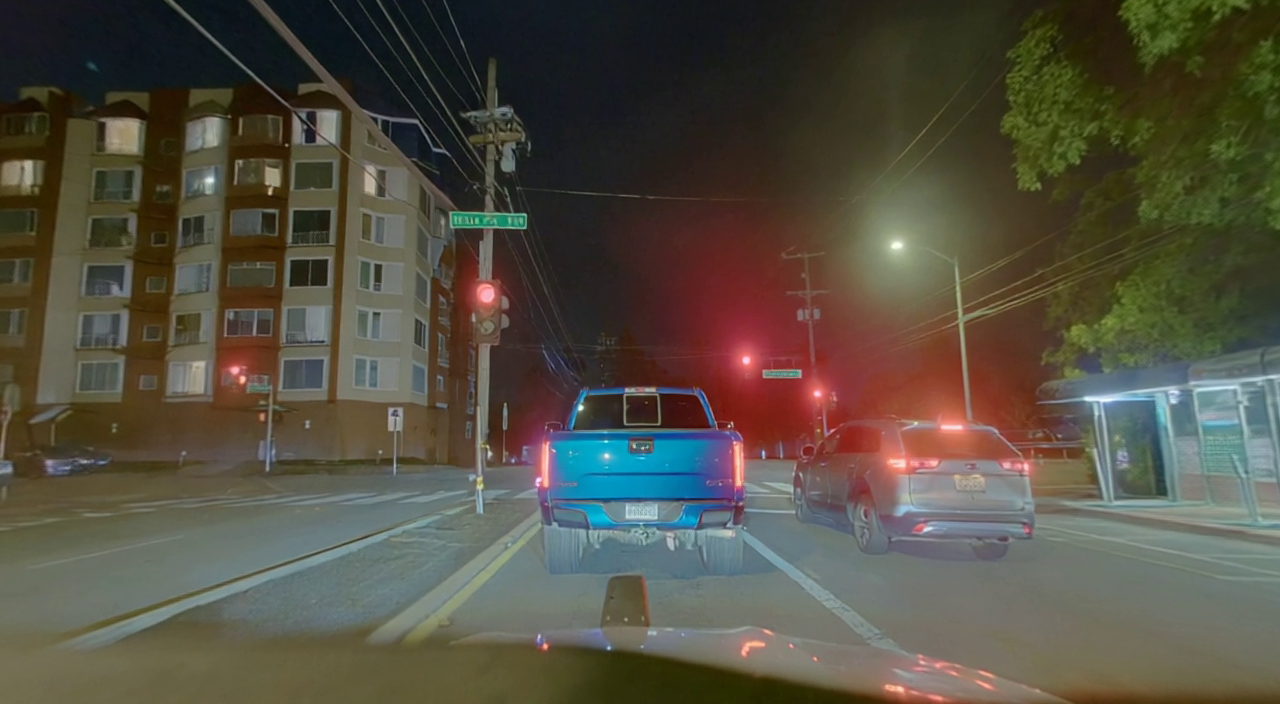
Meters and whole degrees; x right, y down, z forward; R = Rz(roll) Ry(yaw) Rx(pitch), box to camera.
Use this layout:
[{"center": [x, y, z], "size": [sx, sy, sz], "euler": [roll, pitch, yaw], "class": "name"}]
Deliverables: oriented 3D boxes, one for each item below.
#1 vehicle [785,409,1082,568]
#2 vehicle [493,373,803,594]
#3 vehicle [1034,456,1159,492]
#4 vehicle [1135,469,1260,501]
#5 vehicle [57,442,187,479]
[{"center": [3.841, 1.882, 9.496], "size": [2.131, 1.759, 4.762], "euler": [0, -8, 0], "class": "vehicle"}, {"center": [0.107, 1.539, 8.222], "size": [2.738, 1.959, 5.070], "euler": [0, -8, 1], "class": "vehicle"}, {"center": [21.728, 5.814, 30.117], "size": [4.498, 1.618, 1.843], "euler": [0, -8, 0], "class": "vehicle"}, {"center": [26.401, 6.282, 29.927], "size": [4.071, 1.388, 1.884], "euler": [0, -8, 1], "class": "vehicle"}, {"center": [-24.894, 5.199, 30.394], "size": [4.563, 1.692, 1.778], "euler": [0, -9, -2], "class": "vehicle"}]
